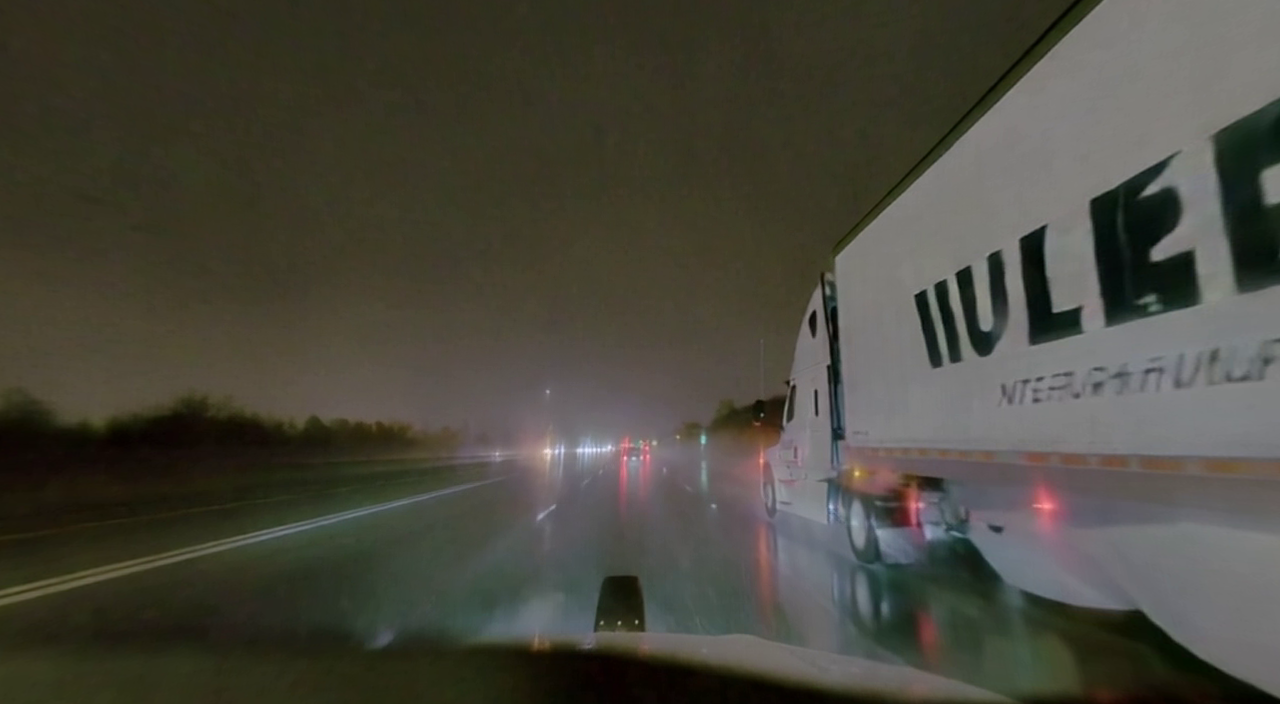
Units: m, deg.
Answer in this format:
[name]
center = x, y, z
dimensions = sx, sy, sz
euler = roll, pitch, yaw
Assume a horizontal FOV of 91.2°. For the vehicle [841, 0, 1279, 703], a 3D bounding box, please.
[vehicle]
center = 4.073, -0.175, 2.426
dimensions = 3.027, 3.989, 10.585
euler = 0, -9, 0
